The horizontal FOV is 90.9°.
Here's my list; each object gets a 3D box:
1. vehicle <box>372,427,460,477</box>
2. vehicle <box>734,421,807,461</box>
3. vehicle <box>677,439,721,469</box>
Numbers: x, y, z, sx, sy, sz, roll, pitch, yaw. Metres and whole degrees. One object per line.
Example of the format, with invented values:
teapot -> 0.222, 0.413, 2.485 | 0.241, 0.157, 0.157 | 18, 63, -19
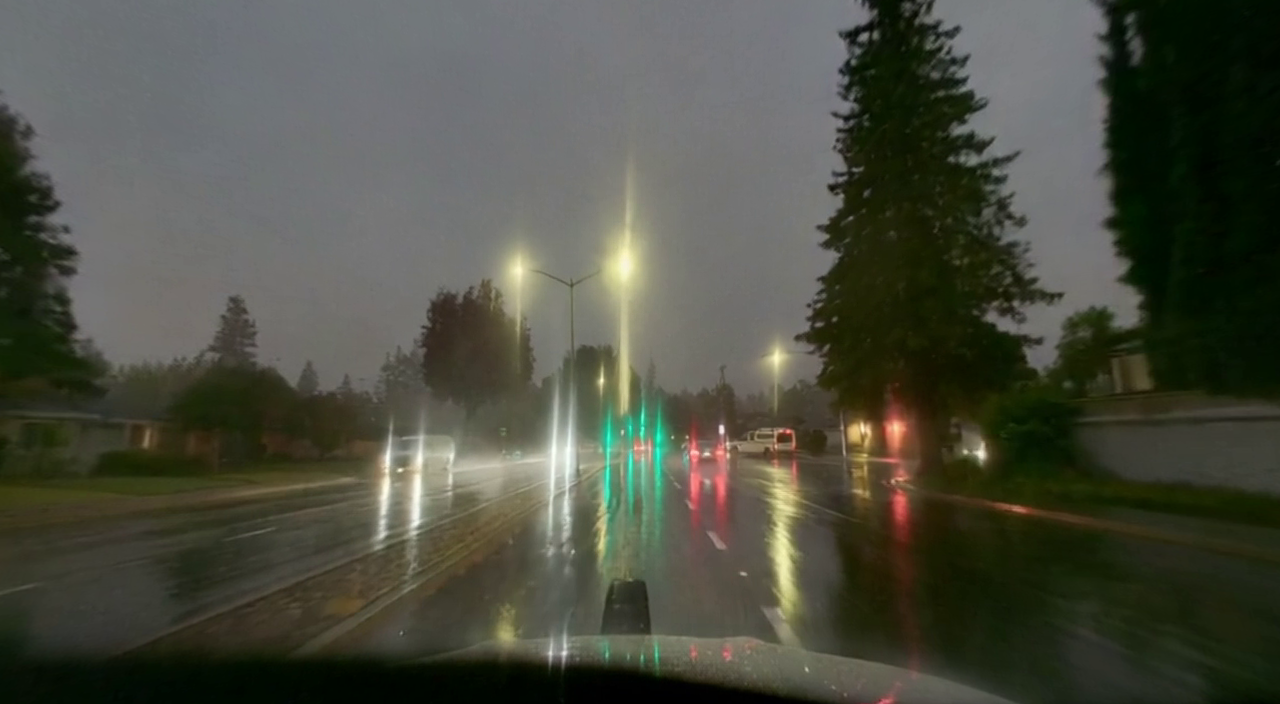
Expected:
vehicle -> -11.717, 5.298, 33.626 | 2.347, 2.428, 6.149 | 0, -8, 1
vehicle -> 9.661, 6.735, 47.501 | 2.331, 2.747, 6.993 | 3, -9, -16
vehicle -> 3.112, 5.490, 34.022 | 1.960, 1.479, 4.086 | 0, -8, 0
